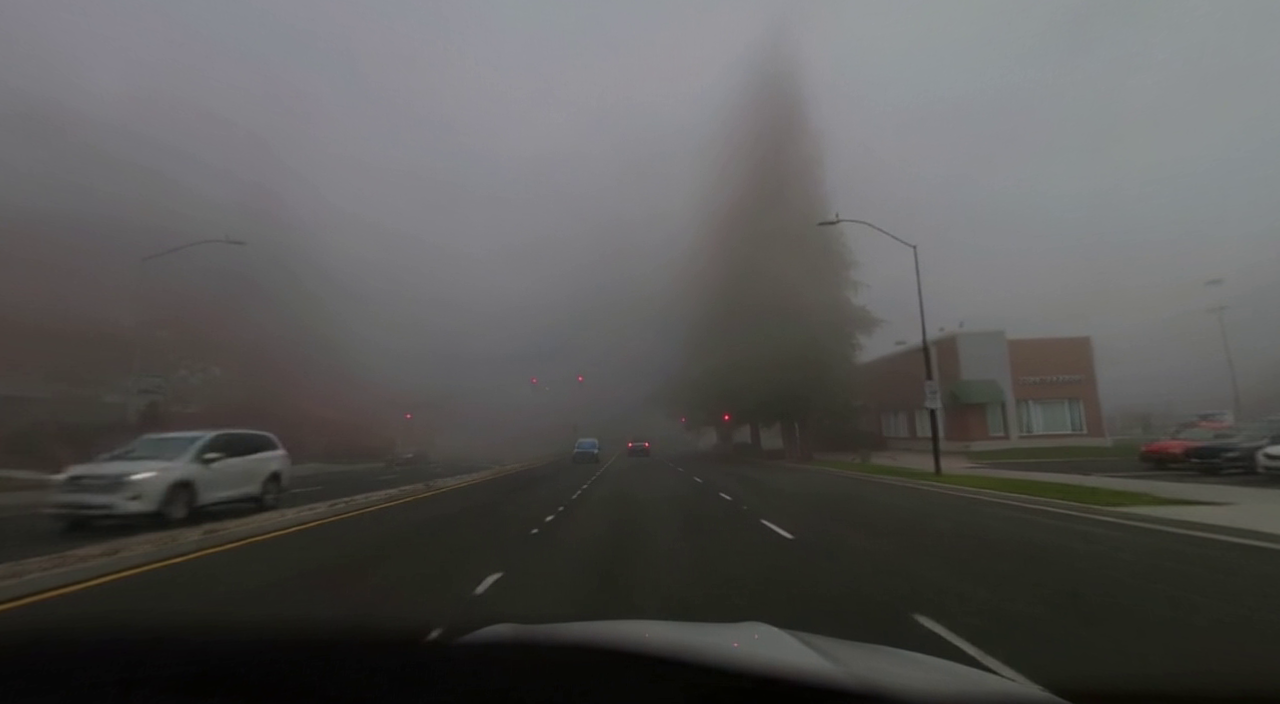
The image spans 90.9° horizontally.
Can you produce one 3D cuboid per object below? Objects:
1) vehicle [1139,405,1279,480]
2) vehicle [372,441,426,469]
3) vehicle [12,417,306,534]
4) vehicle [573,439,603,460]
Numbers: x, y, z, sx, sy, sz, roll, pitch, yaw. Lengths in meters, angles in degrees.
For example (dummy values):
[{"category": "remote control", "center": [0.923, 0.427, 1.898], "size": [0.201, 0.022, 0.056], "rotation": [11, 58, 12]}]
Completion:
[{"category": "vehicle", "center": [17.364, 2.496, 17.500], "size": [5.117, 1.933, 2.035], "rotation": [-1, -8, 3]}, {"category": "vehicle", "center": [-15.691, 6.704, 41.350], "size": [1.834, 1.694, 4.405], "rotation": [0, -8, 0]}, {"category": "vehicle", "center": [-8.661, 2.240, 12.072], "size": [2.149, 1.793, 4.468], "rotation": [0, -8, -2]}, {"category": "vehicle", "center": [-3.882, 7.286, 47.319], "size": [1.942, 1.497, 4.561], "rotation": [0, -8, -1]}]
